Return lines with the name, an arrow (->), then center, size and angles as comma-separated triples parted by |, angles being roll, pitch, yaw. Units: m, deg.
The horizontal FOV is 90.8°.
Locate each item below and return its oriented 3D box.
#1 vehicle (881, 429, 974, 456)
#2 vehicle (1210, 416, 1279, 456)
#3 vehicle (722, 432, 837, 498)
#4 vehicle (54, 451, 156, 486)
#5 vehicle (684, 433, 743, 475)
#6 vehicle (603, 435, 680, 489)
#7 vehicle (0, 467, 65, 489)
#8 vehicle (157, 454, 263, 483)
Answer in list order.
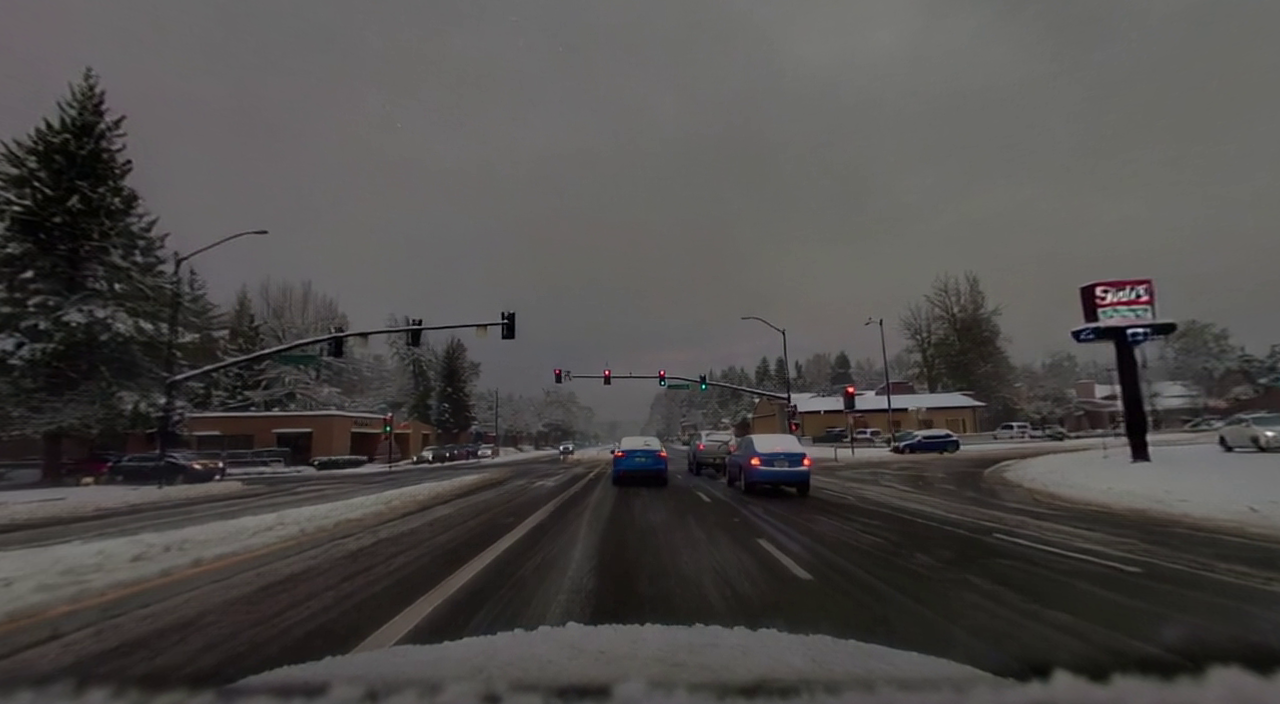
vehicle -> 19.966, 6.311, 44.078 | 5.438, 1.776, 2.032 | 0, -8, 0
vehicle -> 25.898, 3.512, 26.277 | 2.222, 1.538, 4.817 | -5, -10, 30
vehicle -> 3.478, 2.915, 16.704 | 1.889, 1.473, 4.643 | 0, -8, -1
vehicle -> -38.336, 8.336, 45.391 | 5.135, 2.388, 2.288 | 0, -8, -1
vehicle -> 3.114, 4.445, 27.719 | 1.973, 1.633, 4.717 | 0, -8, -1
vehicle -> 0.007, 3.367, 19.647 | 2.135, 1.468, 4.076 | 0, -8, -1
vehicle -> -44.549, 8.995, 45.297 | 4.604, 1.447, 1.892 | 0, -8, -3
vehicle -> -26.303, 7.135, 38.785 | 4.780, 1.669, 2.232 | 0, -8, -2
